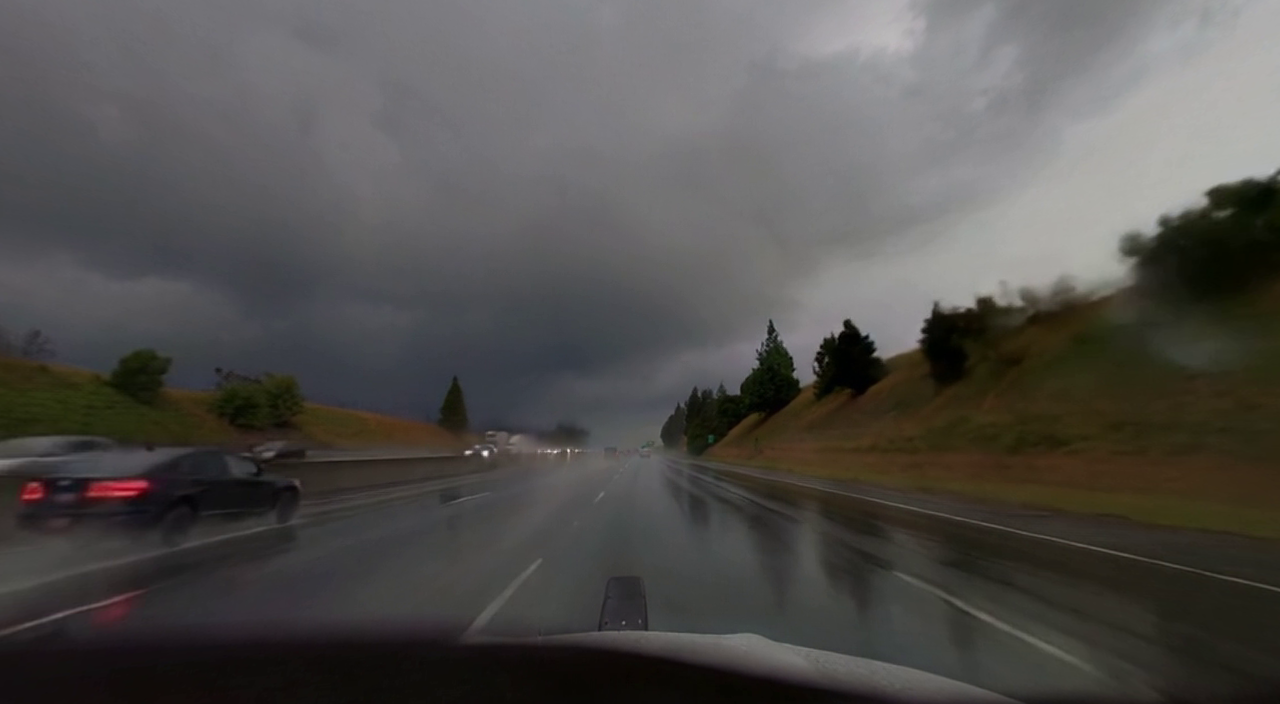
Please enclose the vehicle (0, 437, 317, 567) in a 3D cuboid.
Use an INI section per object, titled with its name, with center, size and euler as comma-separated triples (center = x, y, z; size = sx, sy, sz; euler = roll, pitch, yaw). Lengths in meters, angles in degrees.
[vehicle]
center = -6.995, 2.072, 9.473
size = 1.966, 1.476, 4.240
euler = 0, -9, 1
